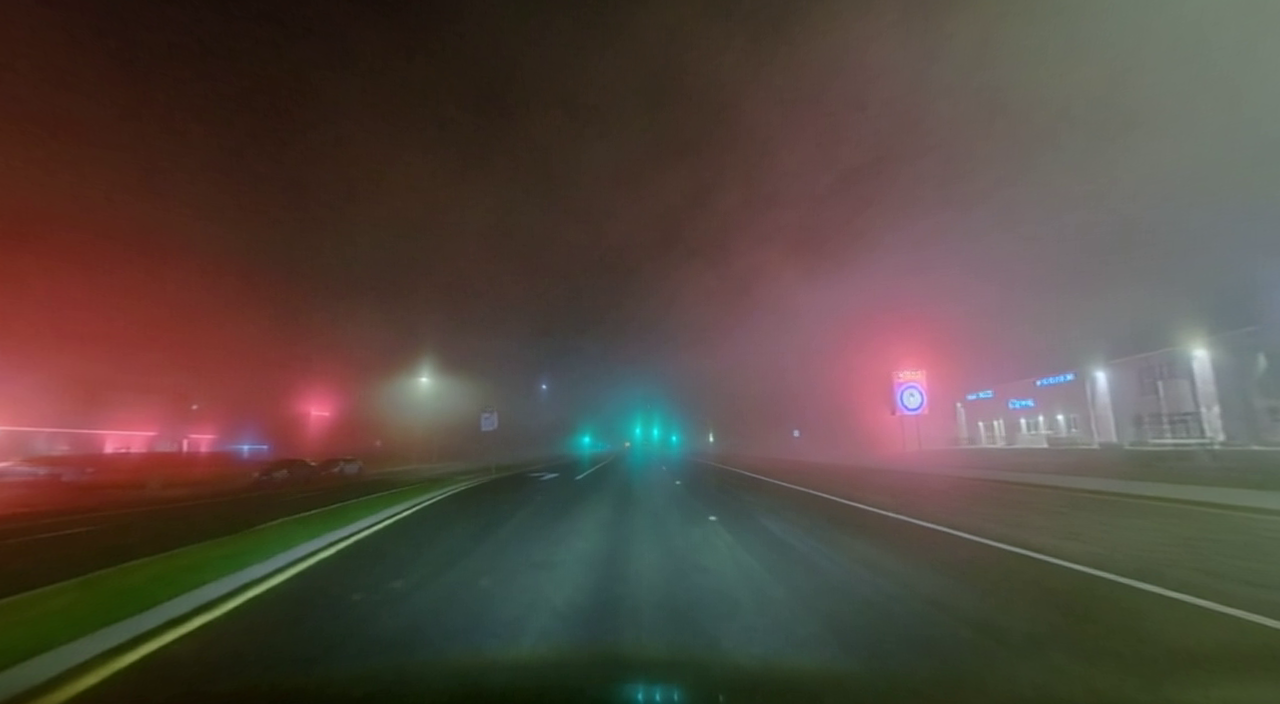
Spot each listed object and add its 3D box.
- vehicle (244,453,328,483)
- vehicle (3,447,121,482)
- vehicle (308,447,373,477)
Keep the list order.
[{"bbox_3d":[-19.139,6.268,34.432,1.925,1.485,4.821,0,-8,-1],"label":"vehicle"},{"bbox_3d":[-28.523,5.552,31.392,2.008,1.594,4.100,0,-8,-2],"label":"vehicle"},{"bbox_3d":[-19.239,7.052,40.775,1.976,1.766,4.677,0,-9,-1],"label":"vehicle"}]
